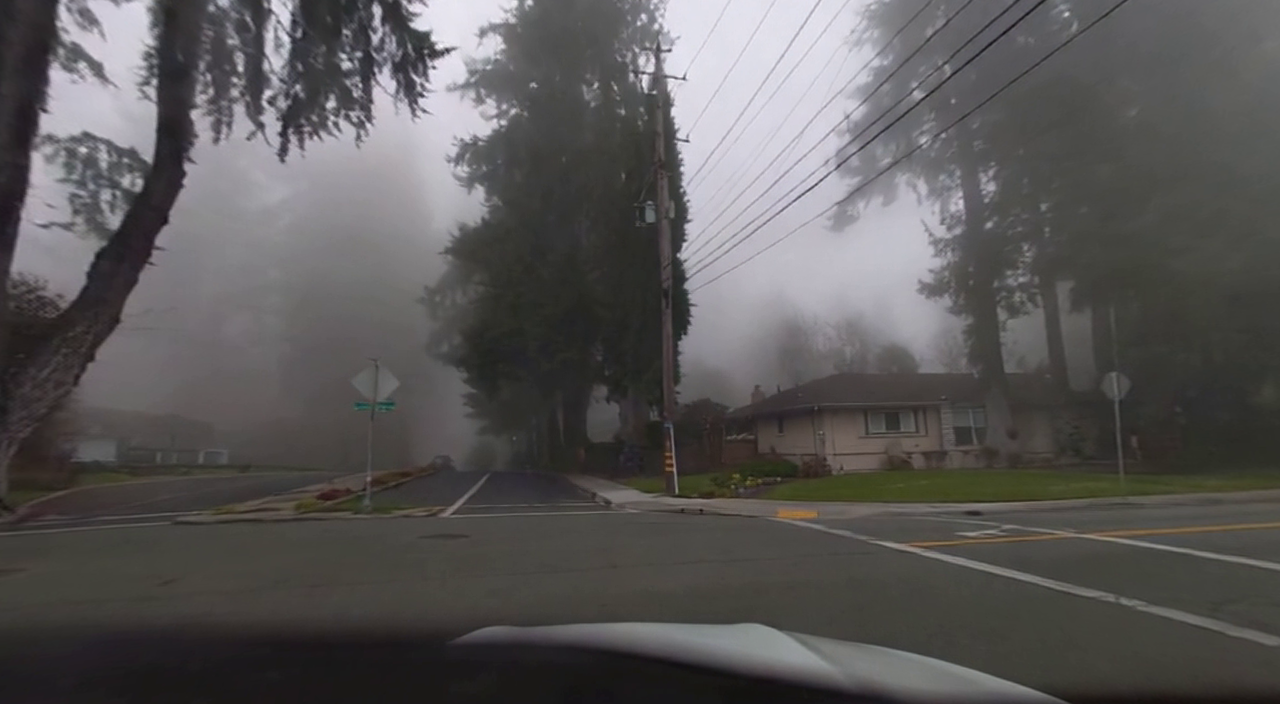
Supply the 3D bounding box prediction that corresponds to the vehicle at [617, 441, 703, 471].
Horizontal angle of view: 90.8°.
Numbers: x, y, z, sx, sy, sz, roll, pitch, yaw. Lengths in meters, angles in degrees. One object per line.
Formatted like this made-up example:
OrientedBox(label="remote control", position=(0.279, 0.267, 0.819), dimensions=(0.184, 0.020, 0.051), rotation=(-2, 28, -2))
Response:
OrientedBox(label="vehicle", position=(1.171, 6.174, 37.646), dimensions=(4.784, 1.647, 1.947), rotation=(2, -9, -14))
